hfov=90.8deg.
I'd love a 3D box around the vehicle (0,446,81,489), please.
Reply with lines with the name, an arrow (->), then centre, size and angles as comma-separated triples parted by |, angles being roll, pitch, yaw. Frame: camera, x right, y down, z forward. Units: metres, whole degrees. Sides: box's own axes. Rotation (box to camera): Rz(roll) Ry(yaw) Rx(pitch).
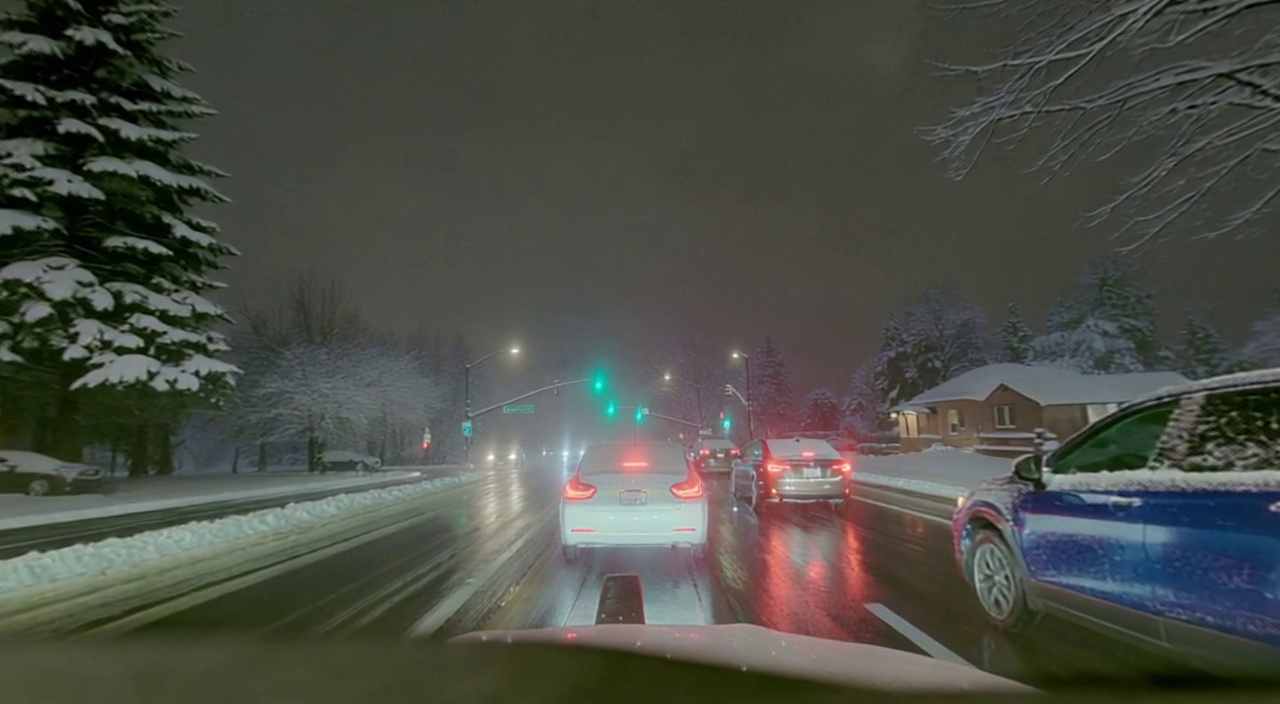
vehicle -> -22.537, 4.045, 22.241 | 4.092, 1.438, 1.639 | -1, -8, 0

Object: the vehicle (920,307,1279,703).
vehicle -> 3.361, 0.823, 3.012 | 2.006, 1.766, 4.345 | 0, -8, 0

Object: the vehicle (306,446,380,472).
vehicle -> -19.886, 7.156, 42.410 | 3.957, 1.630, 1.881 | 0, -8, 0

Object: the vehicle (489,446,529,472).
vehicle -> -9.439, 7.718, 45.779 | 1.996, 1.680, 4.203 | -3, -8, -2

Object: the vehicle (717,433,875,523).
vehicle -> 2.938, 2.482, 13.057 | 1.971, 1.517, 4.521 | 0, -8, -2

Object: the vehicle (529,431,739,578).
vehicle -> -0.108, 1.898, 8.727 | 2.186, 1.500, 4.141 | 0, -8, -1
